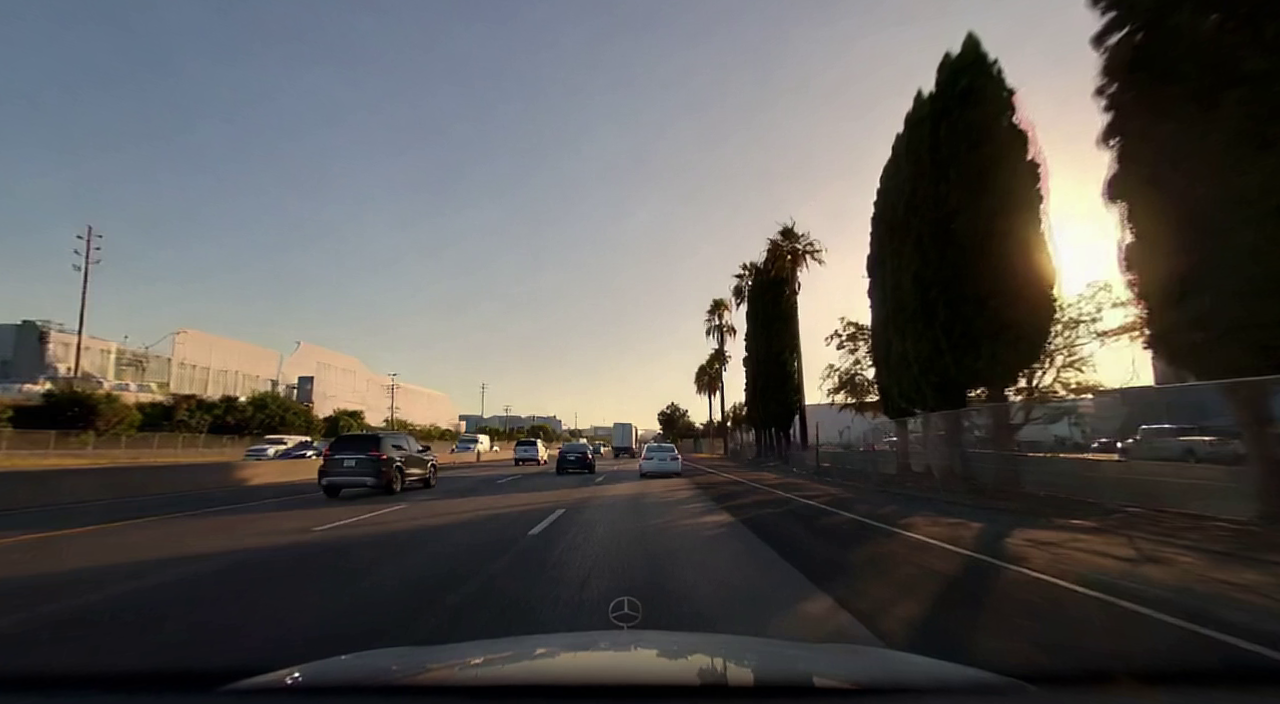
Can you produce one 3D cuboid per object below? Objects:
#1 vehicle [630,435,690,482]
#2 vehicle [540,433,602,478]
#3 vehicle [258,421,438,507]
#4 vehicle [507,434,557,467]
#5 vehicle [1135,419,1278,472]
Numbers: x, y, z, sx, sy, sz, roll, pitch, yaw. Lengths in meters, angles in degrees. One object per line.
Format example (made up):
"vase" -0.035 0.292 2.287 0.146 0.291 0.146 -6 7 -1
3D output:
"vehicle" 0.716 4.087 24.529 2.136 1.678 4.052 0 -8 0
"vehicle" -2.971 4.576 28.220 2.108 1.832 4.549 0 -8 2
"vehicle" -6.845 2.673 15.539 2.105 1.790 4.689 0 -8 1
"vehicle" -6.639 6.082 39.191 2.085 1.932 4.967 0 -8 2
"vehicle" 35.302 5.859 39.731 2.822 2.998 6.825 -1 -8 3
